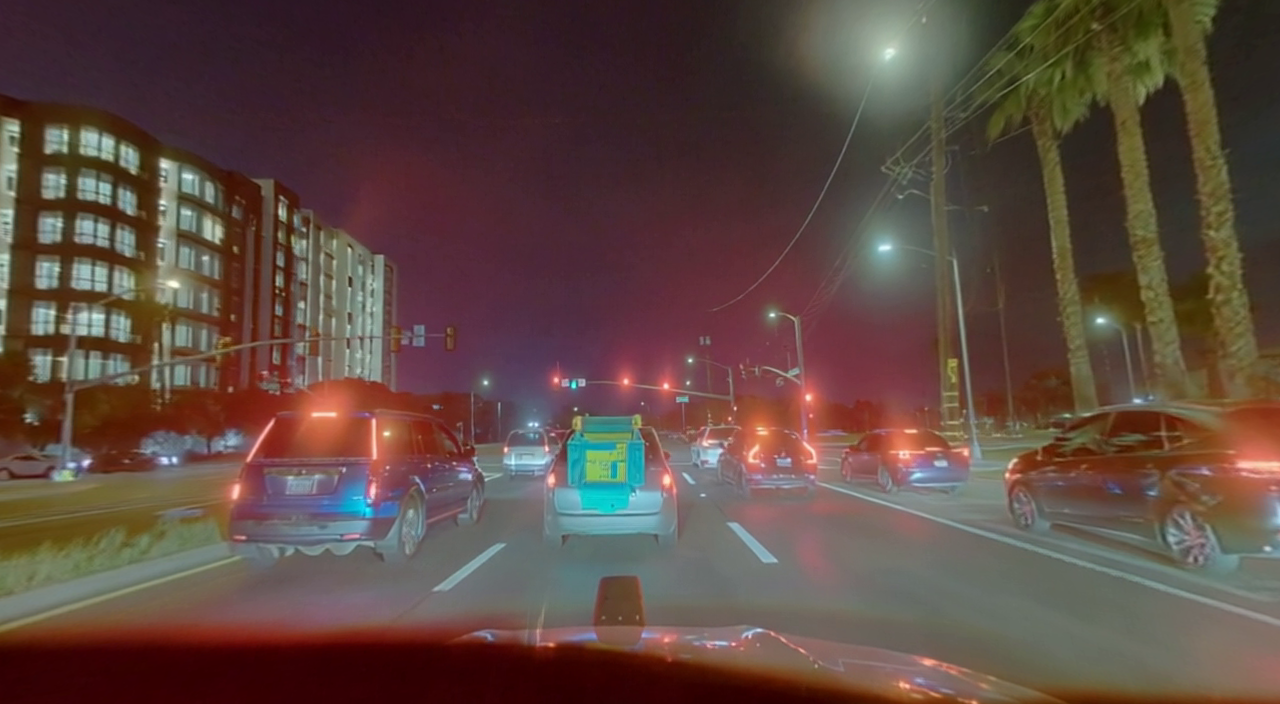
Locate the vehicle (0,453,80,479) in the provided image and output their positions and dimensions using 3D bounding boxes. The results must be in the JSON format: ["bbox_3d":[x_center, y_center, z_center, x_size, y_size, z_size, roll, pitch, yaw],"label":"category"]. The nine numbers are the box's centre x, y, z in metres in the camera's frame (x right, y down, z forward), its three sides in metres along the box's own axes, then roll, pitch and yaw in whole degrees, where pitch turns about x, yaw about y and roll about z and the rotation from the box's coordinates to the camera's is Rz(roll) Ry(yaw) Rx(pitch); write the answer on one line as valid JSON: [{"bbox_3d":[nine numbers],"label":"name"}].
[{"bbox_3d":[-42.469,7.878,43.901,4.867,1.689,1.971,1,-9,-8],"label":"vehicle"}]

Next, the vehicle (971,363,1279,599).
[{"bbox_3d":[6.460,1.408,7.468,2.130,1.979,5.310,0,-8,-1],"label":"vehicle"}]

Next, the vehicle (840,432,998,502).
[{"bbox_3d":[6.553,2.730,15.459,1.764,1.451,4.300,0,-8,-2],"label":"vehicle"}]

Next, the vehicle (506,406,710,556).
[{"bbox_3d":[-0.411,1.776,9.343,2.302,1.681,4.217,0,-8,-1],"label":"vehicle"}]

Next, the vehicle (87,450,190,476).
[{"bbox_3d":[-35.691,7.868,45.097,5.422,1.765,1.937,1,-9,-8],"label":"vehicle"}]

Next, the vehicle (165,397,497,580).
[{"bbox_3d":[-3.529,1.656,8.445,2.136,1.779,4.417,0,-8,1],"label":"vehicle"}]

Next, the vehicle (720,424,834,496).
[{"bbox_3d":[3.336,2.730,16.260,1.975,1.598,4.025,0,-8,-1],"label":"vehicle"}]
